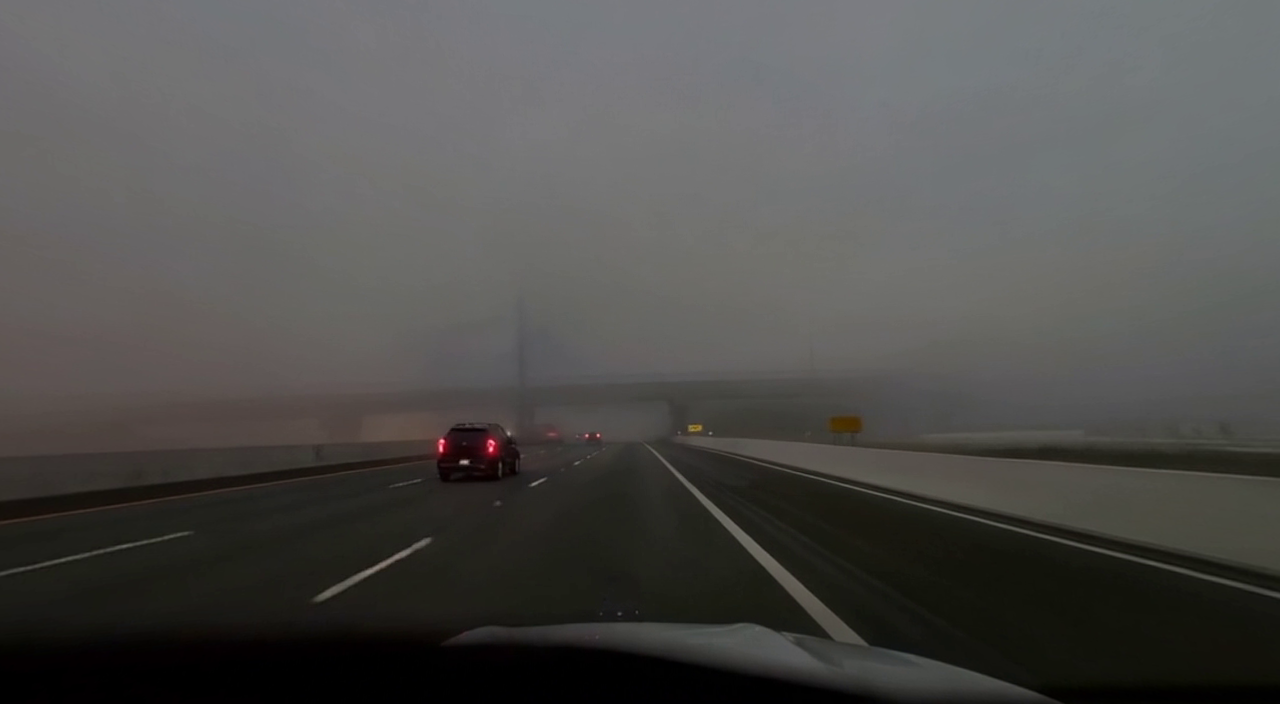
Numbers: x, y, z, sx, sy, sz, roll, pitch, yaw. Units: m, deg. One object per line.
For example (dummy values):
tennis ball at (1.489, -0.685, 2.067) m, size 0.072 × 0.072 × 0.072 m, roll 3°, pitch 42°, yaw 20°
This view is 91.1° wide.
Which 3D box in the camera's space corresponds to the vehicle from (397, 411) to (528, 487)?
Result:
vehicle at (-4.491, 2.546, 16.820) m, size 2.153 × 1.730 × 4.772 m, roll 0°, pitch -8°, yaw -1°
